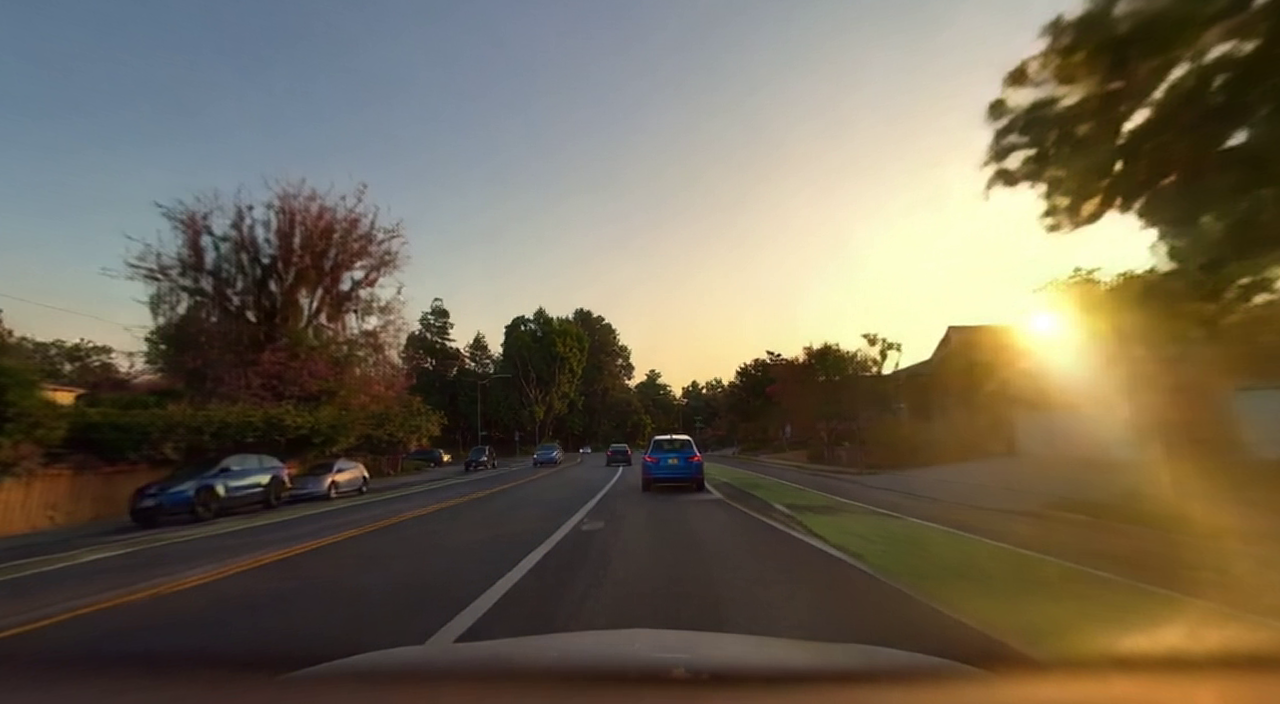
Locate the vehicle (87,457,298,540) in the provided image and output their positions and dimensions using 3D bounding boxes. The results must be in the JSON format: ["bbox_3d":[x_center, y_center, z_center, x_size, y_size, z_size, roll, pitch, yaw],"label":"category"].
[{"bbox_3d":[-11.884,3.847,17.368,2.150,1.644,5.120,-6,-9,-1],"label":"vehicle"}]

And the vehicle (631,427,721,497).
[{"bbox_3d":[0.894,3.155,18.449,2.200,1.763,4.676,0,-9,-2],"label":"vehicle"}]

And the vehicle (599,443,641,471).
[{"bbox_3d":[-1.166,5.793,35.072,2.196,1.449,4.006,0,-9,-4],"label":"vehicle"}]

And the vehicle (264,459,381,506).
[{"bbox_3d":[-11.512,4.743,23.305,1.831,1.464,4.520,0,-9,2],"label":"vehicle"}]

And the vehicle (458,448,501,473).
[{"bbox_3d":[-11.925,8.070,47.247,2.188,1.813,4.478,0,-9,-2],"label":"vehicle"}]

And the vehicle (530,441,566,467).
[{"bbox_3d":[-7.193,8.040,49.788,2.146,1.912,4.878,0,-9,-1],"label":"vehicle"}]
